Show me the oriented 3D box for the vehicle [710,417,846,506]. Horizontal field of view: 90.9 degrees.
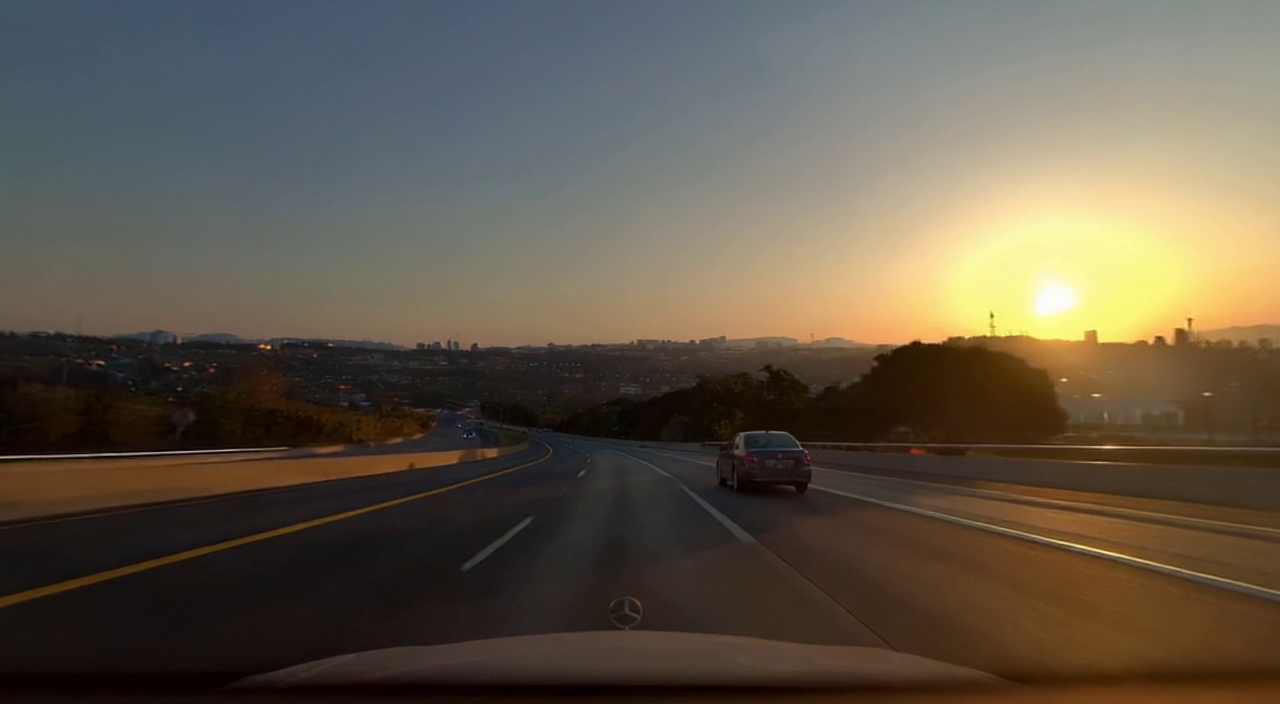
[{"bbox_3d":[2.951,2.471,14.584,2.059,1.715,4.192,0,-8,-2],"label":"vehicle"}]
